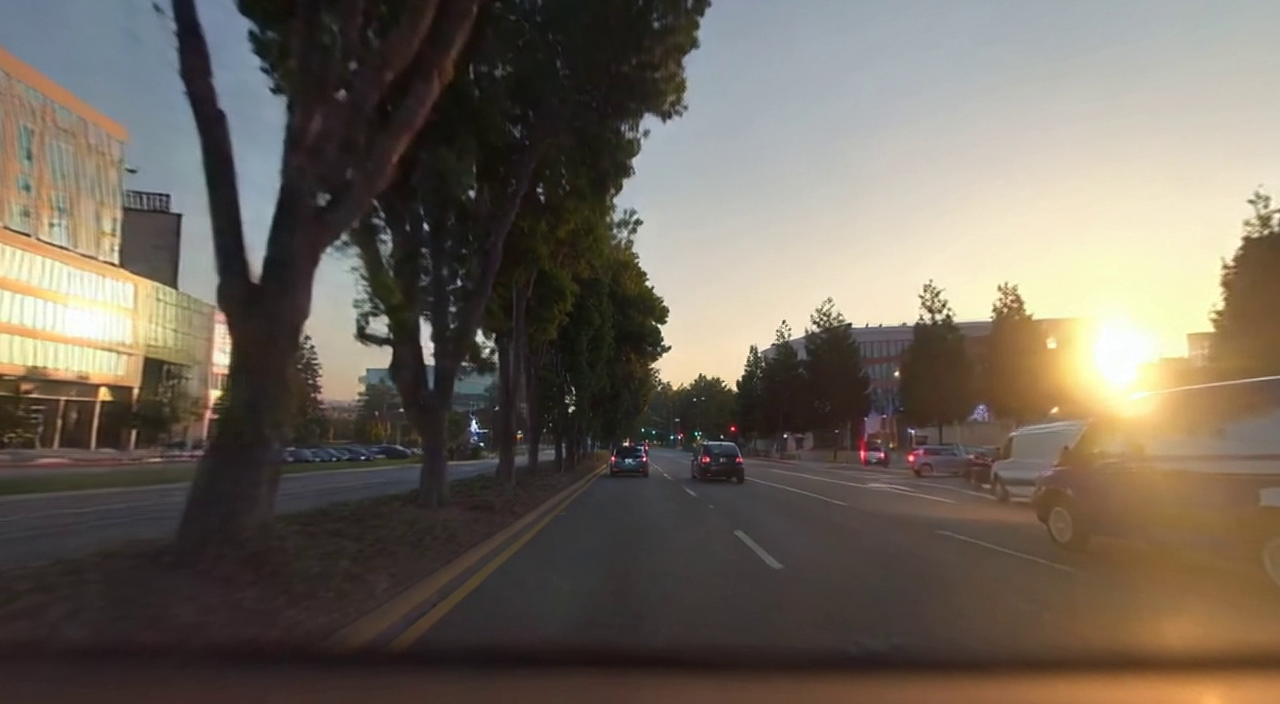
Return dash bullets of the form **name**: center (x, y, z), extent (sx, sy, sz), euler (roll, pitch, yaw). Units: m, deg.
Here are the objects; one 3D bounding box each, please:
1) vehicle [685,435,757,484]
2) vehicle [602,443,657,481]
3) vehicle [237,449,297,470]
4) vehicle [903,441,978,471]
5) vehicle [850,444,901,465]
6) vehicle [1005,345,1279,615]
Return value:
- **vehicle**: center (3.001, 4.100, 24.354), extent (2.047, 1.711, 4.265), euler (0, -8, -2)
- **vehicle**: center (-0.453, 4.505, 26.154), extent (2.095, 1.456, 3.873), euler (0, -8, -1)
- **vehicle**: center (-29.133, 8.392, 49.515), extent (1.877, 1.455, 4.629), euler (0, -8, 0)
- **vehicle**: center (17.130, 5.926, 36.287), extent (2.065, 1.603, 4.264), euler (0, -8, -2)
- **vehicle**: center (18.297, 7.981, 49.370), extent (2.017, 1.466, 4.733), euler (0, -8, -3)
- **vehicle**: center (6.377, 1.136, 5.853), extent (2.573, 2.127, 5.568), euler (0, -8, -1)
